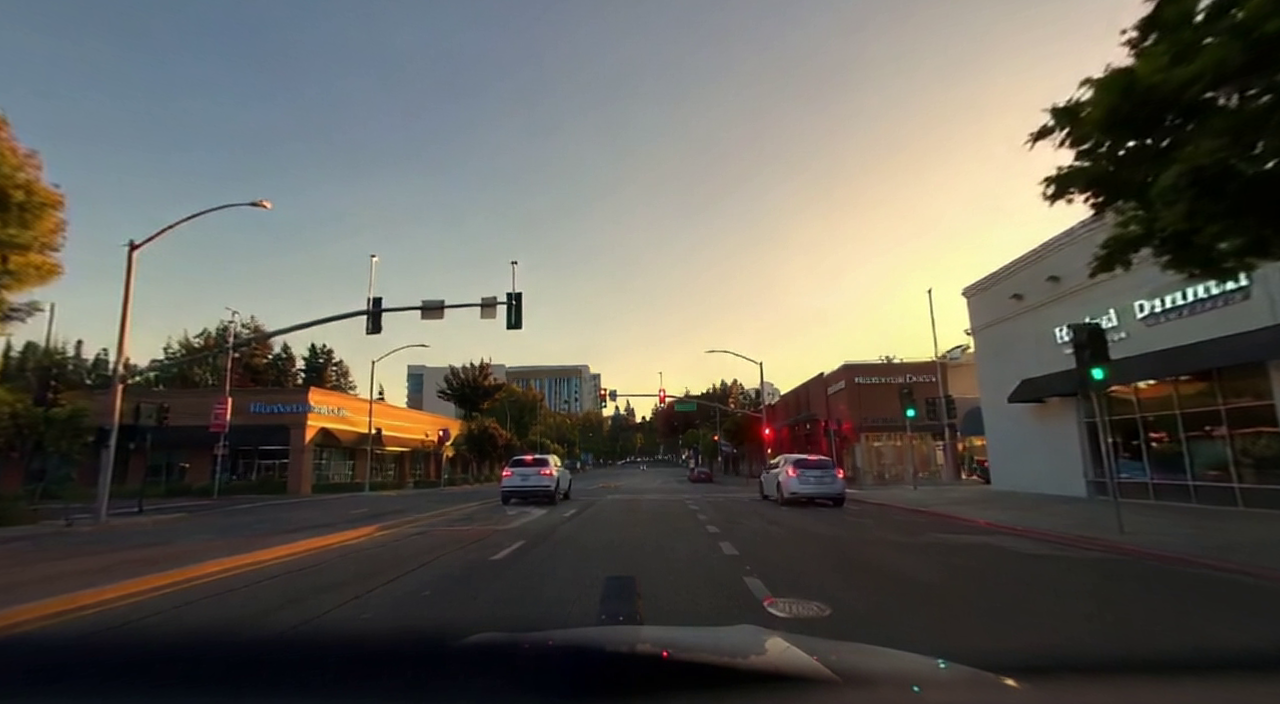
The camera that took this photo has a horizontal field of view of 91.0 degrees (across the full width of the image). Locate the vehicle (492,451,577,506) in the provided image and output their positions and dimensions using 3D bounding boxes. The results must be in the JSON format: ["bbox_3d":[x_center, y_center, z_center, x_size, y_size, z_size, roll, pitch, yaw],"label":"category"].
[{"bbox_3d":[-3.340,4.146,20.814,1.947,1.627,4.248,0,-10,1],"label":"vehicle"}]

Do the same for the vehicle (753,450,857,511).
[{"bbox_3d":[4.983,3.988,19.771,2.039,1.655,4.495,0,-10,0],"label":"vehicle"}]
